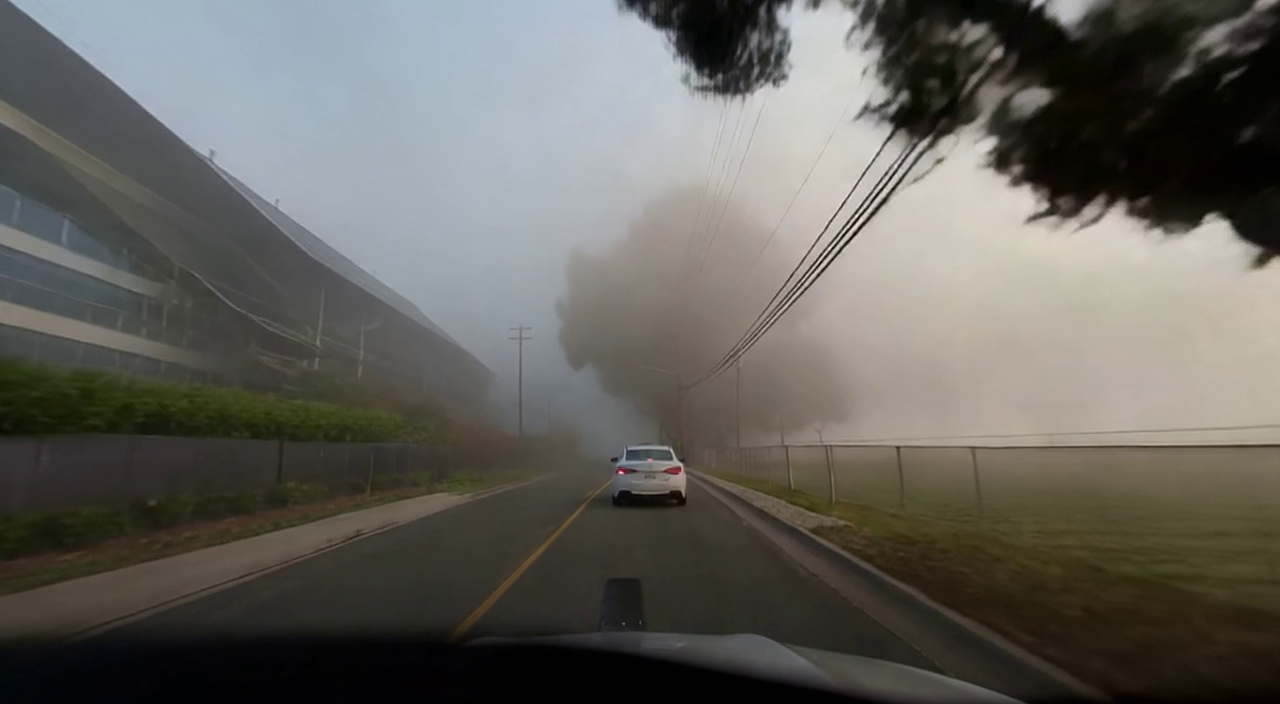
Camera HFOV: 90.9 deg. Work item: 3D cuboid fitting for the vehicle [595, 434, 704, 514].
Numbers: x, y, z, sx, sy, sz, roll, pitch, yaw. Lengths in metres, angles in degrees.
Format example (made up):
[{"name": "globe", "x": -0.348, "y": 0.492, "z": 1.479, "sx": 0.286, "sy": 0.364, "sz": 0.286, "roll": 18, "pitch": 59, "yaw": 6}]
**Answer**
[{"name": "vehicle", "x": 0.164, "y": 2.592, "z": 13.973, "sx": 2.060, "sy": 1.487, "sz": 3.920, "roll": 0, "pitch": -8, "yaw": -1}]
